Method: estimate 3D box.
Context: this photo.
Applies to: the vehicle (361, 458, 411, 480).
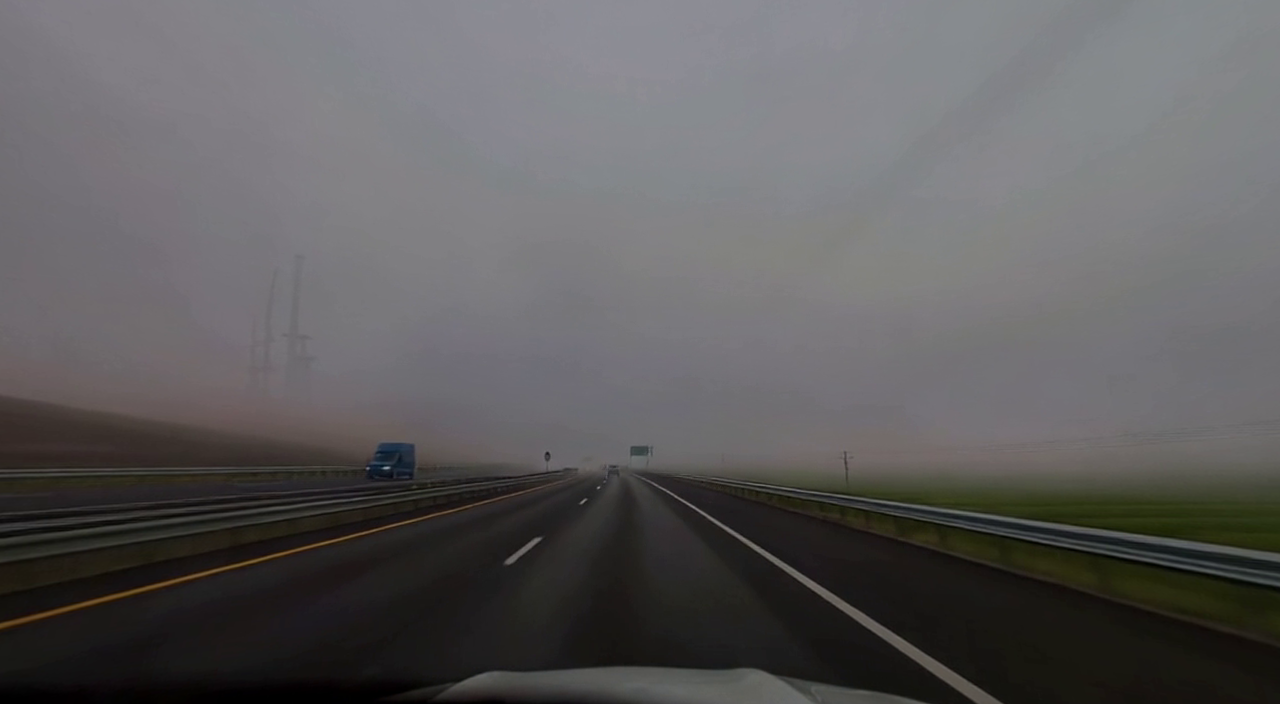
[{"bbox_3d":[-18.334,8.496,45.737,1.924,1.441,4.208,1,-10,-1],"label":"vehicle"}]
